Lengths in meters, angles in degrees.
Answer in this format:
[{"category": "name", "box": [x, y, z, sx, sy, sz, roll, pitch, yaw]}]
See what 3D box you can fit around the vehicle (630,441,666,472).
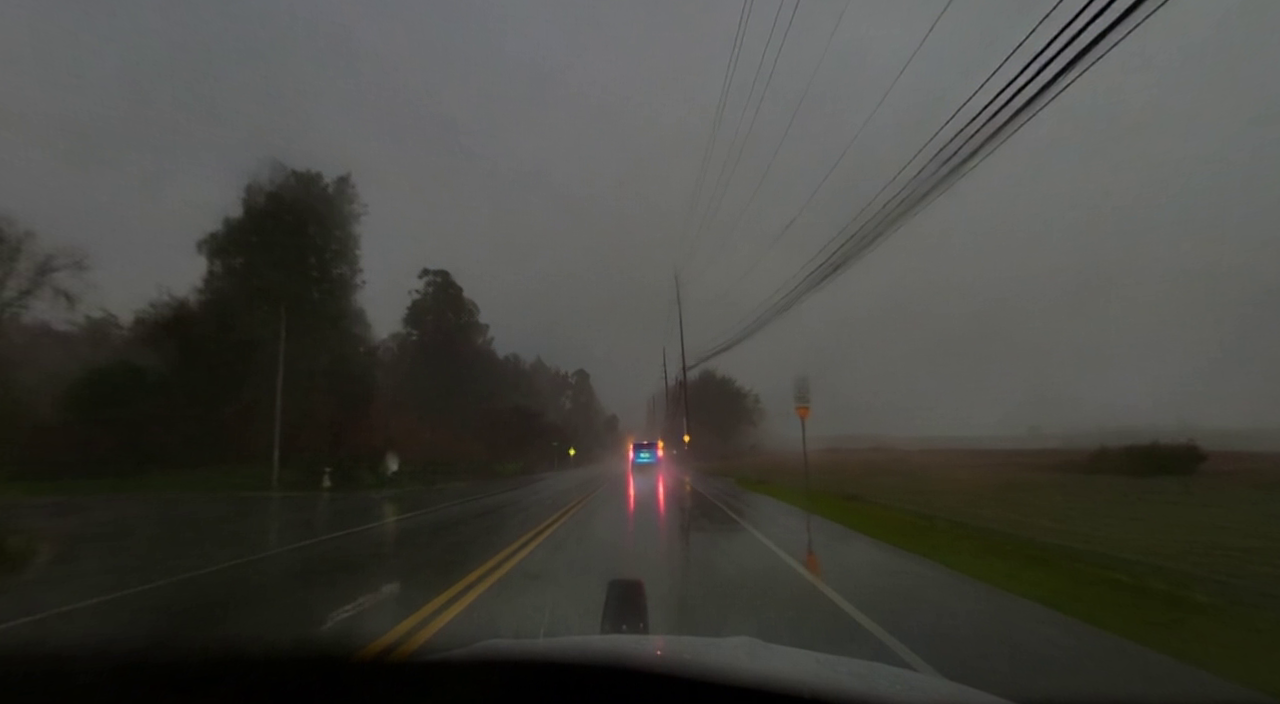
[{"category": "vehicle", "box": [0.527, 7.545, 45.741, 2.468, 2.056, 4.422, 0, -9, 0]}]
